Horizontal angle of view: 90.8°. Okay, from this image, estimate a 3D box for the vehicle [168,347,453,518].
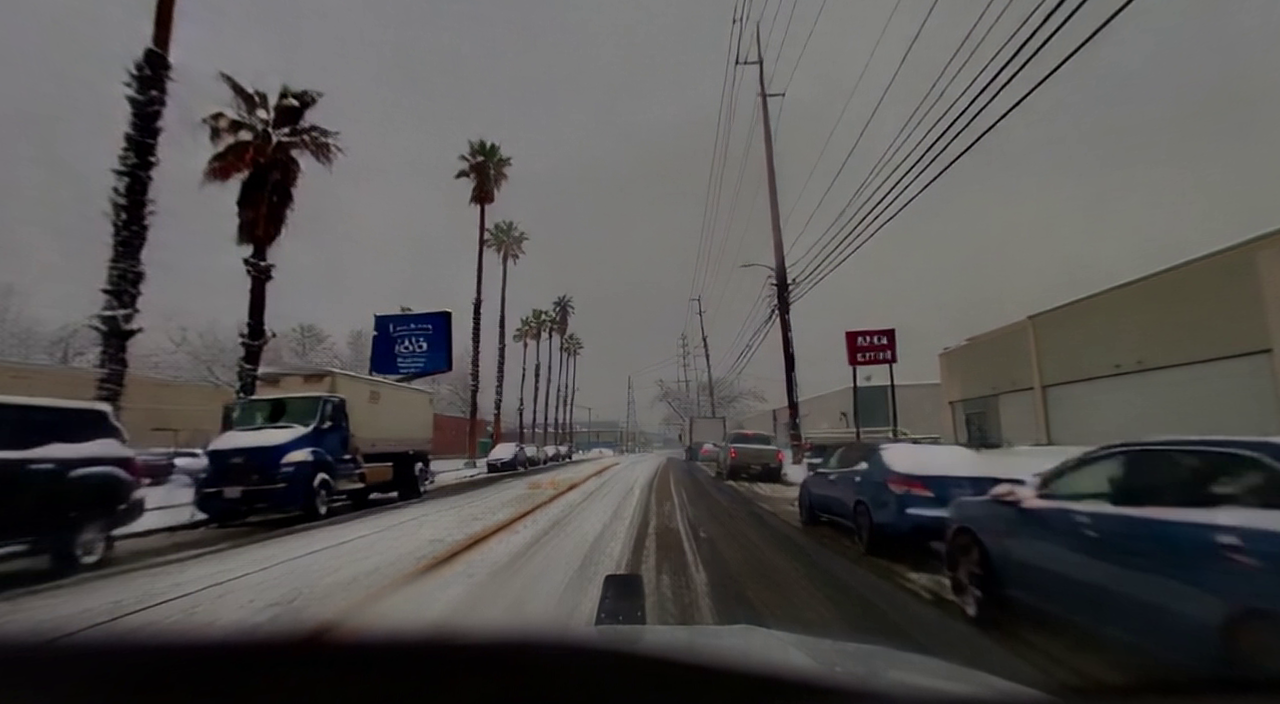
[{"bbox_3d":[-7.798,2.180,16.676,2.941,3.418,7.738,-1,-8,3],"label":"vehicle"}]

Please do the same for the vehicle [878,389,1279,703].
[{"bbox_3d":[3.539,1.137,3.887,2.246,1.533,4.971,0,-8,1],"label":"vehicle"}]

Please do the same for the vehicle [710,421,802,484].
[{"bbox_3d":[4.046,3.675,23.263,2.400,1.985,6.155,-1,-8,2],"label":"vehicle"}]

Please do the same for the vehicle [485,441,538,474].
[{"bbox_3d":[-7.282,5.997,36.100,1.936,1.632,4.145,-3,-8,3],"label":"vehicle"}]

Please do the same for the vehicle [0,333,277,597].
[{"bbox_3d":[-8.162,1.459,8.128,2.845,2.738,7.208,-3,-8,-1],"label":"vehicle"}]
